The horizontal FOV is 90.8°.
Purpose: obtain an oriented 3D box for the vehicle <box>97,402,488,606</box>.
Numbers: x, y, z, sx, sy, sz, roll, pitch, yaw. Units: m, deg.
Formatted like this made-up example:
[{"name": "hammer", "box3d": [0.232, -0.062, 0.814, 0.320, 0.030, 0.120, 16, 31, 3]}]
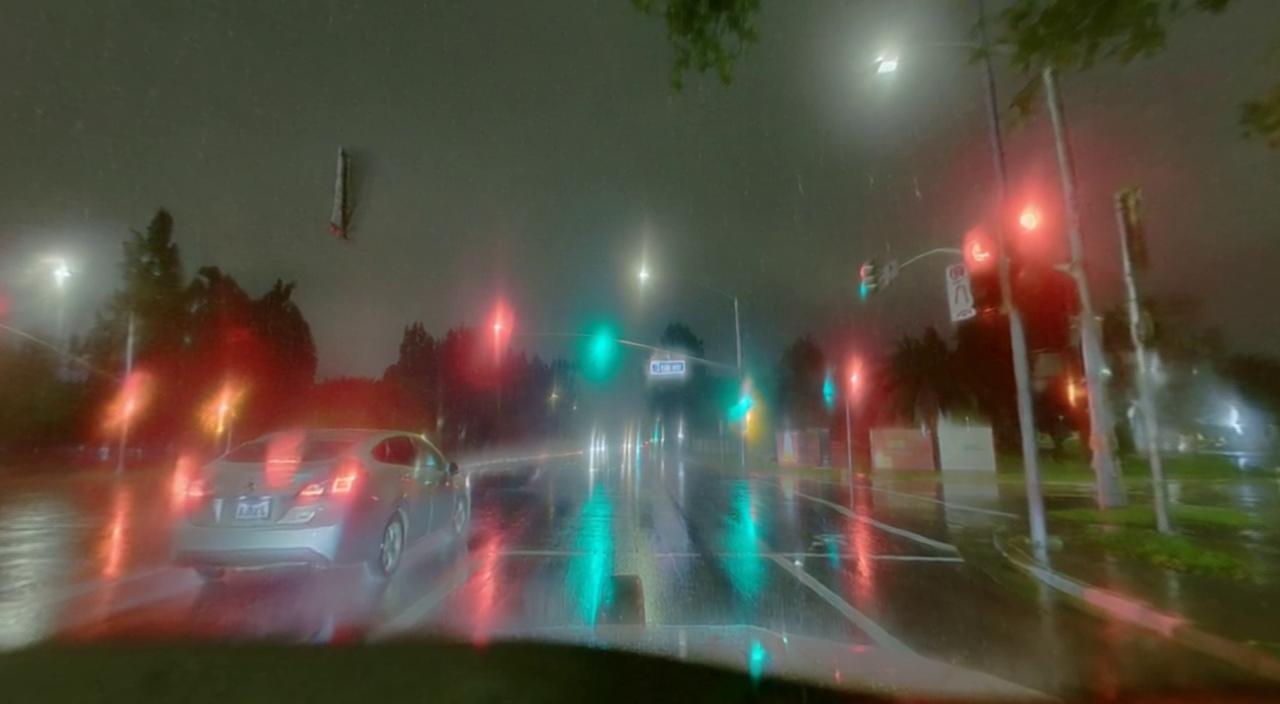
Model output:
[{"name": "vehicle", "box3d": [-3.295, 1.537, 7.320, 2.076, 1.599, 4.483, 0, -8, -2]}]
